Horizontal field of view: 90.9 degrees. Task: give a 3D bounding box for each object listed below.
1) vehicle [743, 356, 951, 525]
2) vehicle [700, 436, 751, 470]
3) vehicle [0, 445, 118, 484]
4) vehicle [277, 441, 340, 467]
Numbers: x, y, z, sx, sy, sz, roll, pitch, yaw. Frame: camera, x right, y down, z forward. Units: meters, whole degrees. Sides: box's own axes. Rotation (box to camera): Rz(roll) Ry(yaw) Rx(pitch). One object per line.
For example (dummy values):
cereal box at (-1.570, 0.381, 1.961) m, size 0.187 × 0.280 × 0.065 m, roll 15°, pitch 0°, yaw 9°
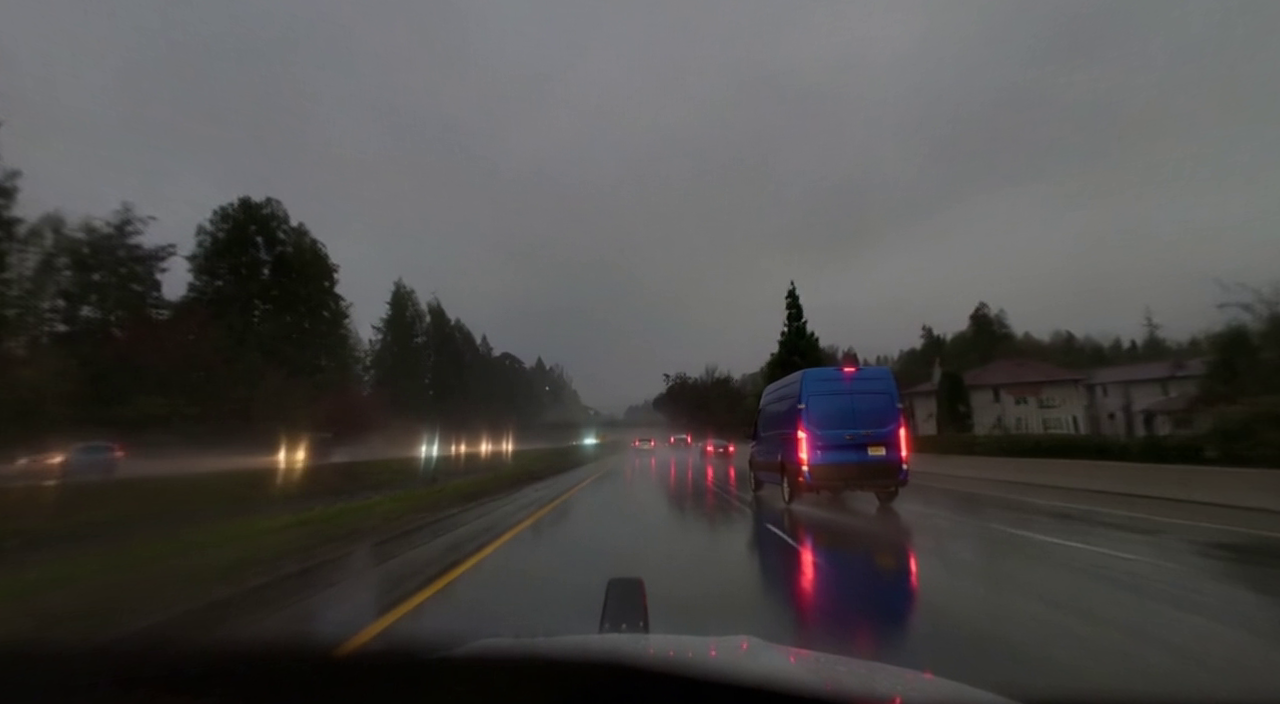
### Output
vehicle at (3.742, 1.817, 12.983) m, size 2.302 × 2.670 × 5.912 m, roll 0°, pitch -8°, yaw 1°
vehicle at (4.460, 5.330, 33.428) m, size 2.034 × 1.651 × 4.342 m, roll 0°, pitch -8°, yaw -1°
vehicle at (-28.336, 5.382, 30.601) m, size 2.020 × 1.725 × 4.561 m, roll 0°, pitch -8°, yaw 1°
vehicle at (-24.140, 7.451, 46.143) m, size 2.018 × 1.758 × 4.587 m, roll 0°, pitch -8°, yaw 1°
